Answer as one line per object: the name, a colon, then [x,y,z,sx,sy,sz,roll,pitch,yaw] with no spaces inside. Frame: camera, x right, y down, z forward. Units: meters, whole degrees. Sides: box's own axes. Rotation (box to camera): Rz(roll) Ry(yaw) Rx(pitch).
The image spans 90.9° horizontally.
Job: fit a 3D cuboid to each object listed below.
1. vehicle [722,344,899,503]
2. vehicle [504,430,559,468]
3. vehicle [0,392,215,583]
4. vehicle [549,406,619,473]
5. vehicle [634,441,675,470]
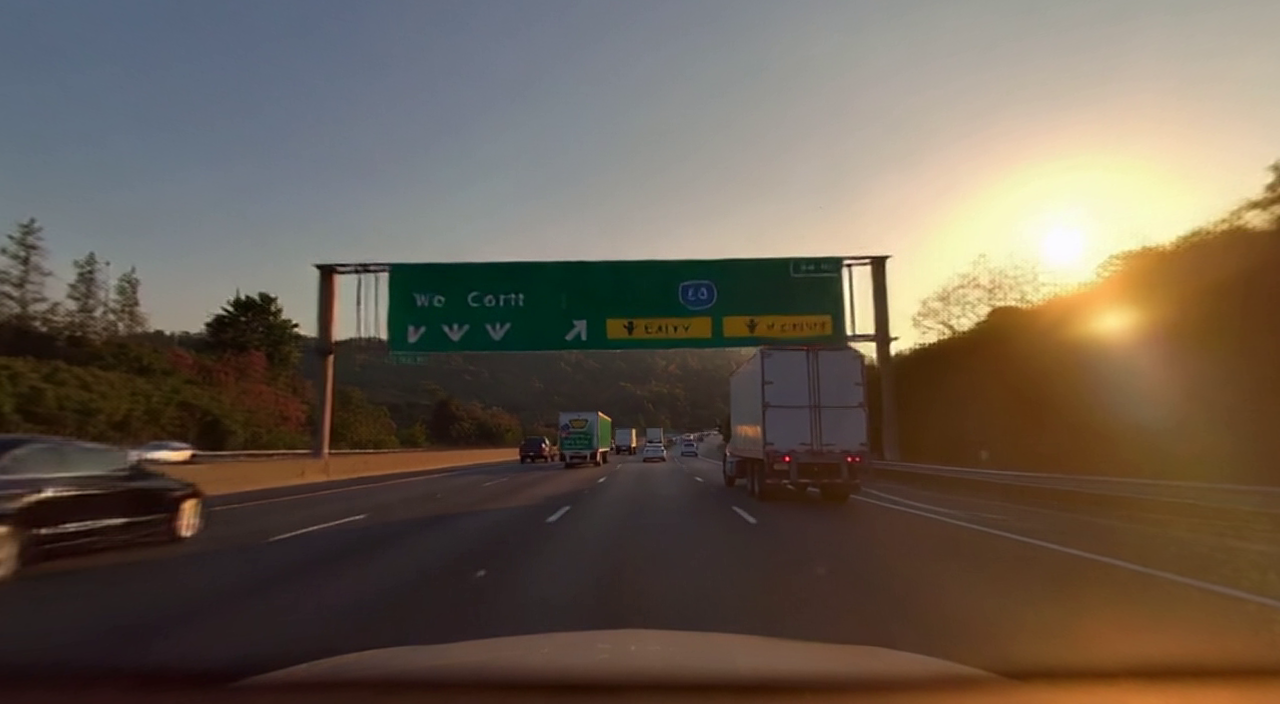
vehicle: [4.224,2.113,17.691,2.895,3.484,7.631,0,-9,1]
vehicle: [-6.664,6.040,39.517,2.322,2.195,5.556,0,-9,2]
vehicle: [-7.385,1.381,6.533,2.272,1.850,5.156,0,-9,1]
vehicle: [-2.751,4.684,33.596,2.745,3.156,7.608,0,-9,2]
vehicle: [0.791,5.602,34.321,2.105,1.502,4.068,0,-9,1]
